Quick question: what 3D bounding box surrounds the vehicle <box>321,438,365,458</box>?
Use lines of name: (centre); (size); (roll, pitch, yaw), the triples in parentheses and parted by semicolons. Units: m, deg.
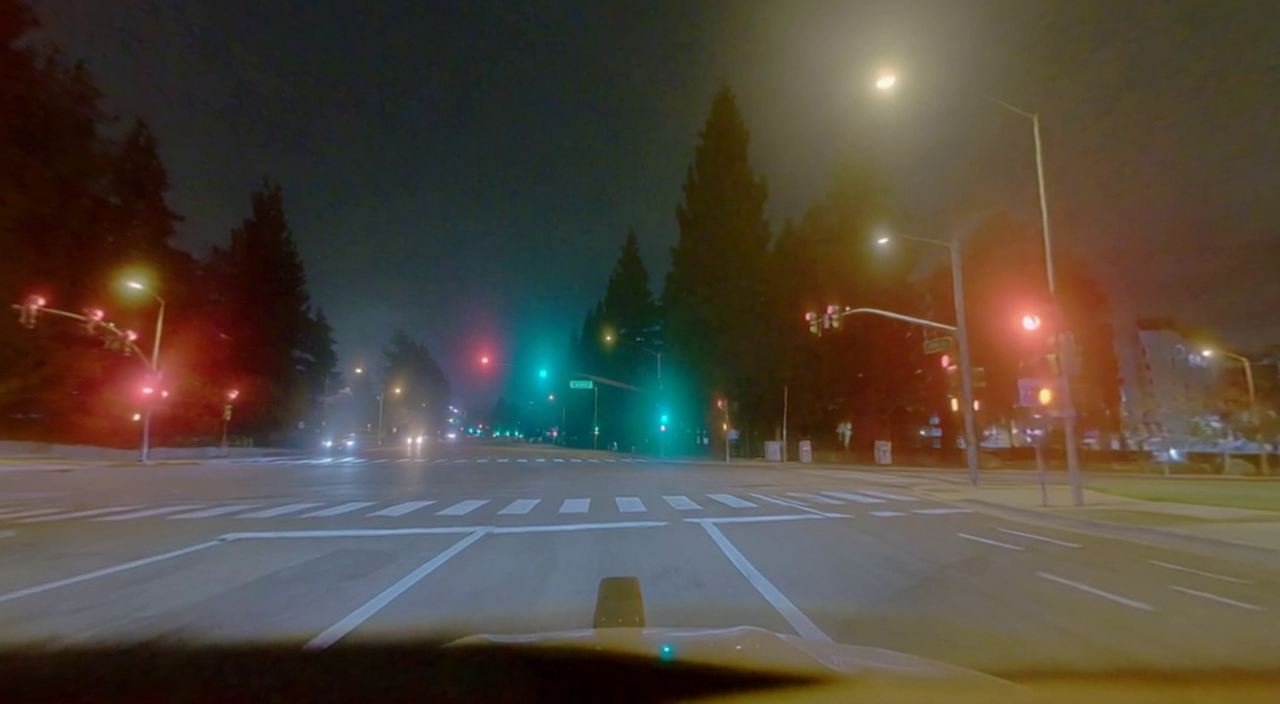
vehicle: (-22.778, 7.368, 48.601); (1.918, 1.432, 4.433); (1, -9, -10)
